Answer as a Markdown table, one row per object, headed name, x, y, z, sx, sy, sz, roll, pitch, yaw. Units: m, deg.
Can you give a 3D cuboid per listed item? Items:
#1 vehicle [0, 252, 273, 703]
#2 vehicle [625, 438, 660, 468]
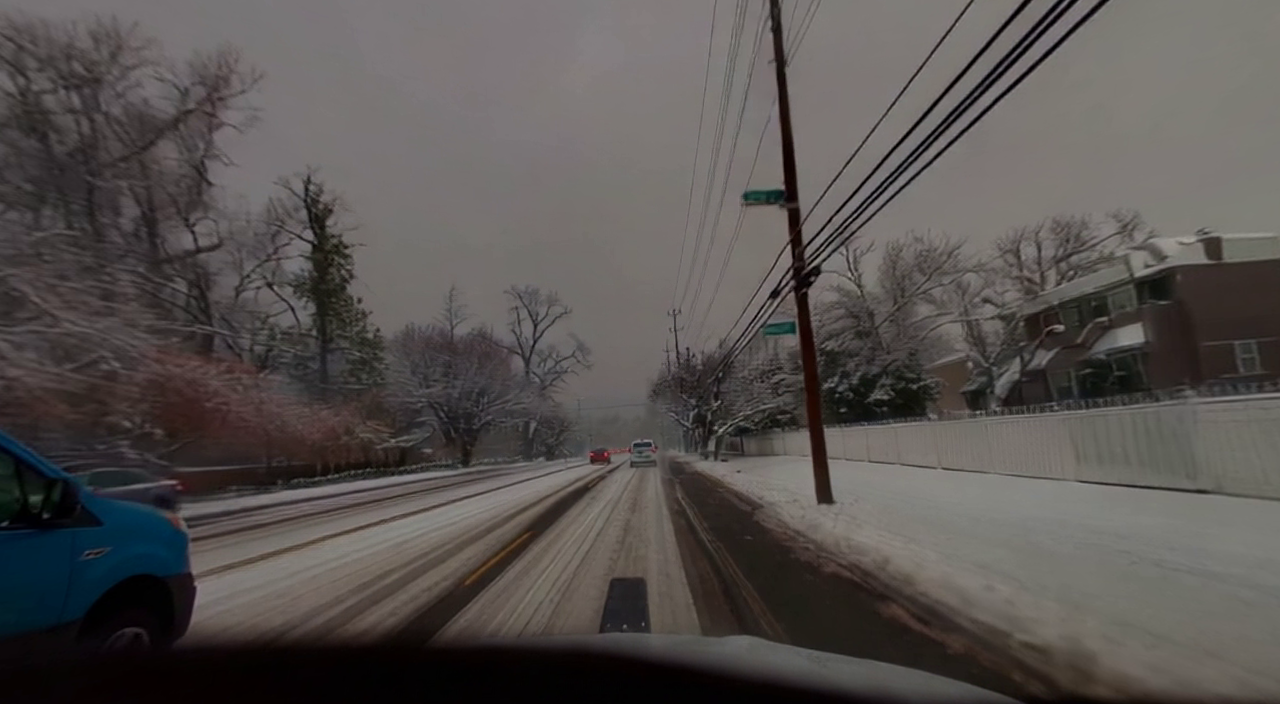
| name | x | y | z | sx | sy | sz | roll | pitch | yaw |
| --- | --- | --- | --- | --- | --- | --- | --- | --- | --- |
| vehicle | -3.642 | 0.516 | 1.164 | 2.336 | 2.152 | 5.866 | 0 | -9 | 0 |
| vehicle | 0.180 | 6.309 | 39.522 | 2.120 | 1.718 | 3.909 | 0 | -9 | 1 |
